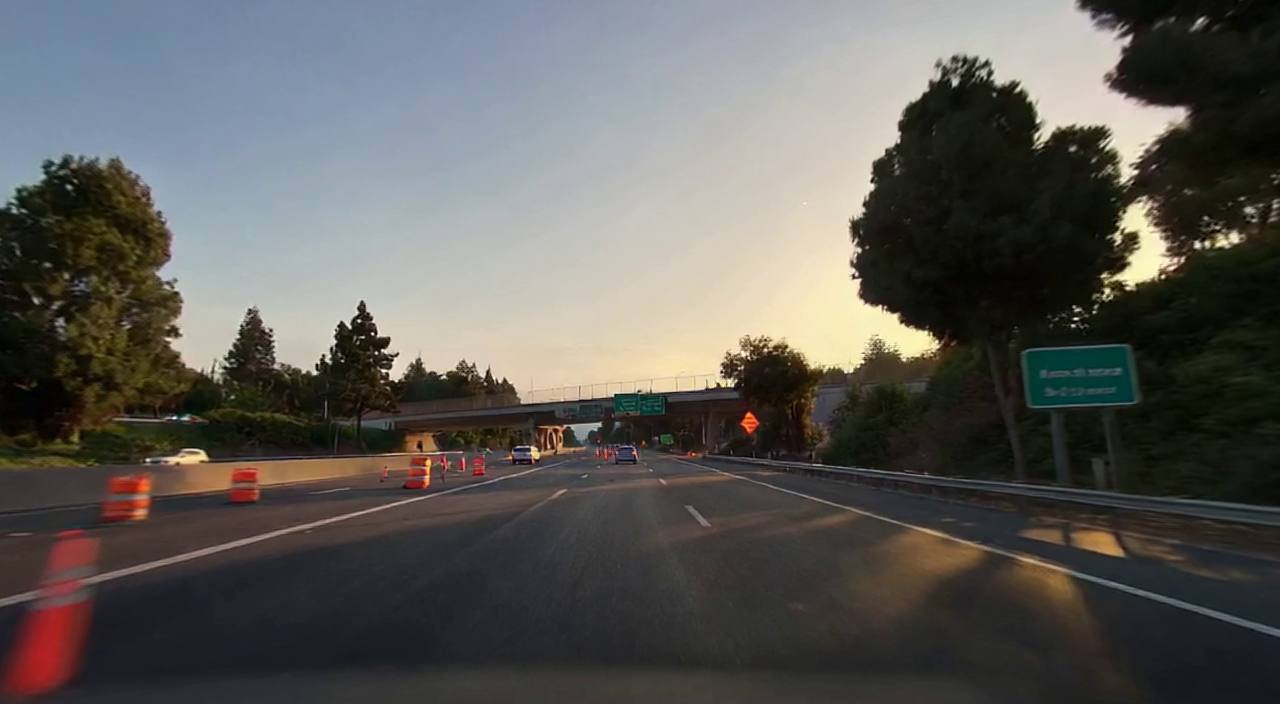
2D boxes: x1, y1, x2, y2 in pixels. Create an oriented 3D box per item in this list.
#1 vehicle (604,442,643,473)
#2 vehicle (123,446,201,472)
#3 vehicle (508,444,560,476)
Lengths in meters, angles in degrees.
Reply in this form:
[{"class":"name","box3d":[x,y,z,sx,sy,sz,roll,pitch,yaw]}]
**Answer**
[{"class":"vehicle","box3d":[-0.933,5.985,36.127,2.109,1.638,3.856,0,-9,-1]},{"class":"vehicle","box3d":[-33.998,7.572,45.116,1.960,1.731,4.657,0,-9,-1]},{"class":"vehicle","box3d":[-5.373,5.539,32.533,1.997,1.507,4.248,0,-9,-1]}]
